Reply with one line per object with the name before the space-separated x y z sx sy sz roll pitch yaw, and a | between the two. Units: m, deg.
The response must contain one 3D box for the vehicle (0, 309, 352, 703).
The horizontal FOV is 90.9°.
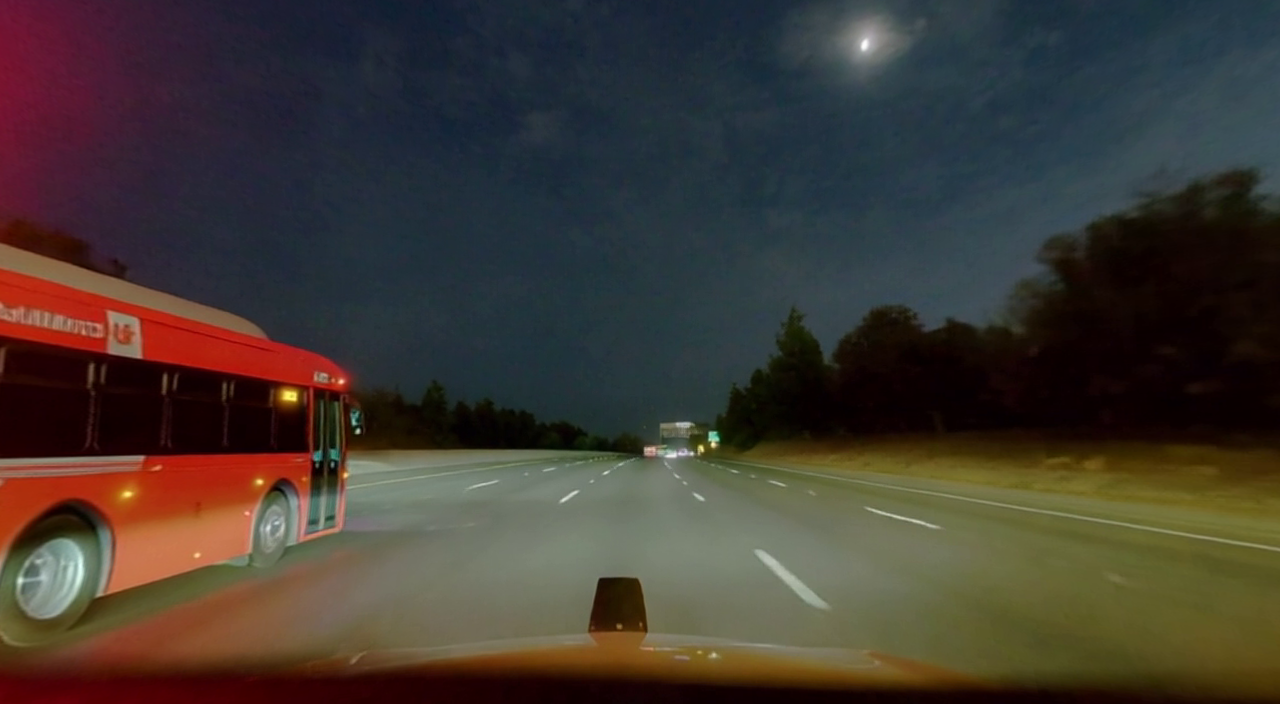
vehicle | -4.139 0.939 3.977 2.127 1.985 5.205 -1 -8 1
